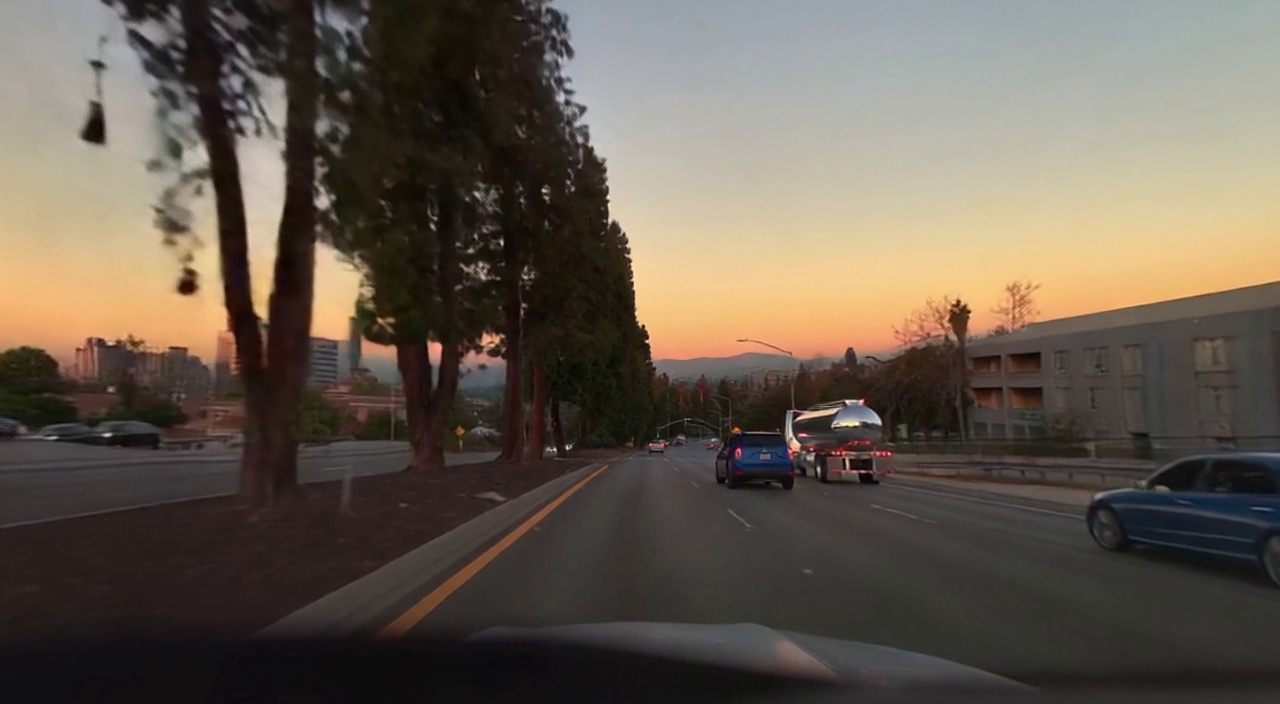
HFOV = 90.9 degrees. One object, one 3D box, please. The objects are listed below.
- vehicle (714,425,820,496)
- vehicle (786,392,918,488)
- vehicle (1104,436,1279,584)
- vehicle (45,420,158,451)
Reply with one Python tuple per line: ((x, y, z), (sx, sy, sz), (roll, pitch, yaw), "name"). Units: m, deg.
((3.389, 3.007, 17.822), (2.045, 1.729, 4.532), (0, -8, 0), "vehicle")
((7.856, 3.419, 24.429), (2.849, 3.207, 6.275), (0, -8, 0), "vehicle")
((7.448, 1.625, 6.562), (1.966, 1.476, 4.270), (0, -8, 0), "vehicle")
((-28.585, 4.438, 33.535), (4.334, 1.511, 1.888), (0, -8, 3), "vehicle")
